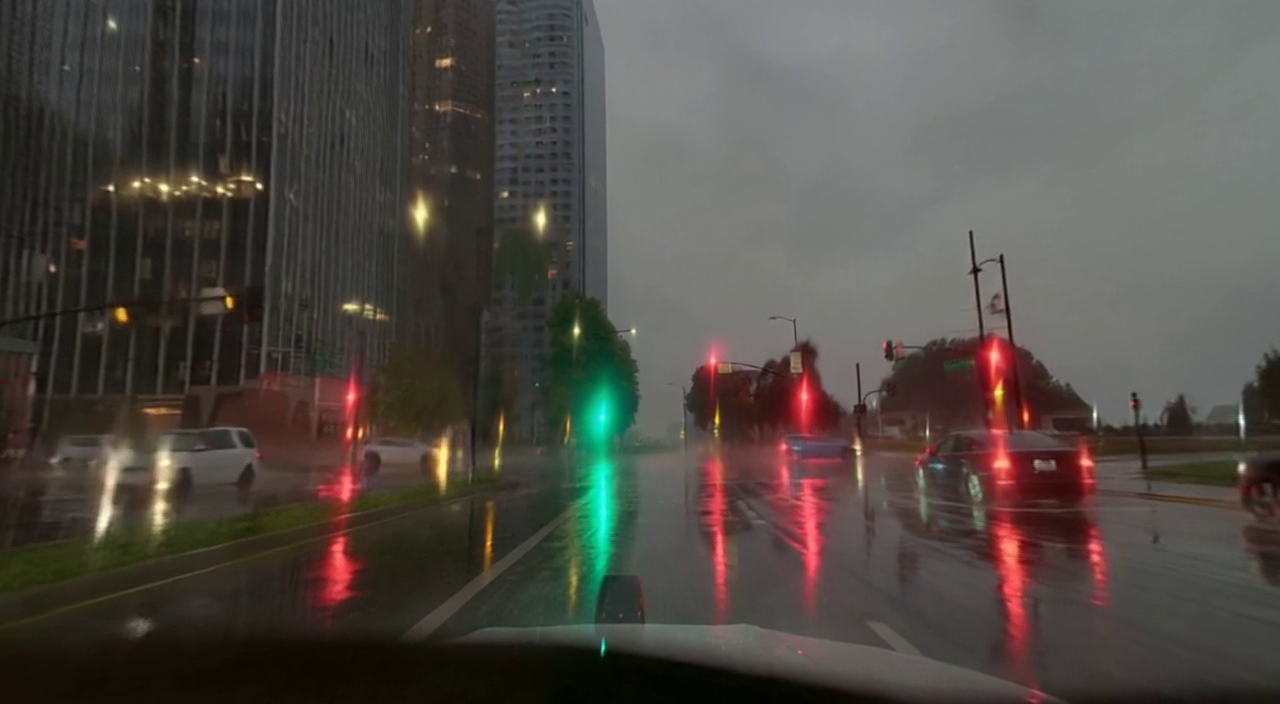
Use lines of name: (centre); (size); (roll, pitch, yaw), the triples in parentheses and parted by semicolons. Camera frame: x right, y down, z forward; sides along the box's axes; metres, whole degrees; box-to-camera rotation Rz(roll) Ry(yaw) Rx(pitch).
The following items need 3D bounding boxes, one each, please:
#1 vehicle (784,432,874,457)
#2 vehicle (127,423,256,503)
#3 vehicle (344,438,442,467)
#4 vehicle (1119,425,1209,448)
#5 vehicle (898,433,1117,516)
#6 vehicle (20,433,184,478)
vehicle: (11.262, 5.555, 37.843); (4.762, 1.420, 1.814); (0, -9, -1)
vehicle: (-12.459, 3.068, 17.917); (2.125, 1.910, 4.779); (4, -9, -26)
vehicle: (-13.180, 5.376, 33.946); (4.503, 1.475, 1.789); (0, -9, -2)
vehicle: (34.882, 5.668, 42.144); (4.253, 1.429, 1.807); (-1, -9, 4)
vehicle: (7.692, 2.598, 13.970); (1.936, 1.489, 4.885); (0, -9, 1)
vehicle: (-25.504, 4.917, 30.131); (5.659, 1.967, 2.149); (0, -9, -2)
